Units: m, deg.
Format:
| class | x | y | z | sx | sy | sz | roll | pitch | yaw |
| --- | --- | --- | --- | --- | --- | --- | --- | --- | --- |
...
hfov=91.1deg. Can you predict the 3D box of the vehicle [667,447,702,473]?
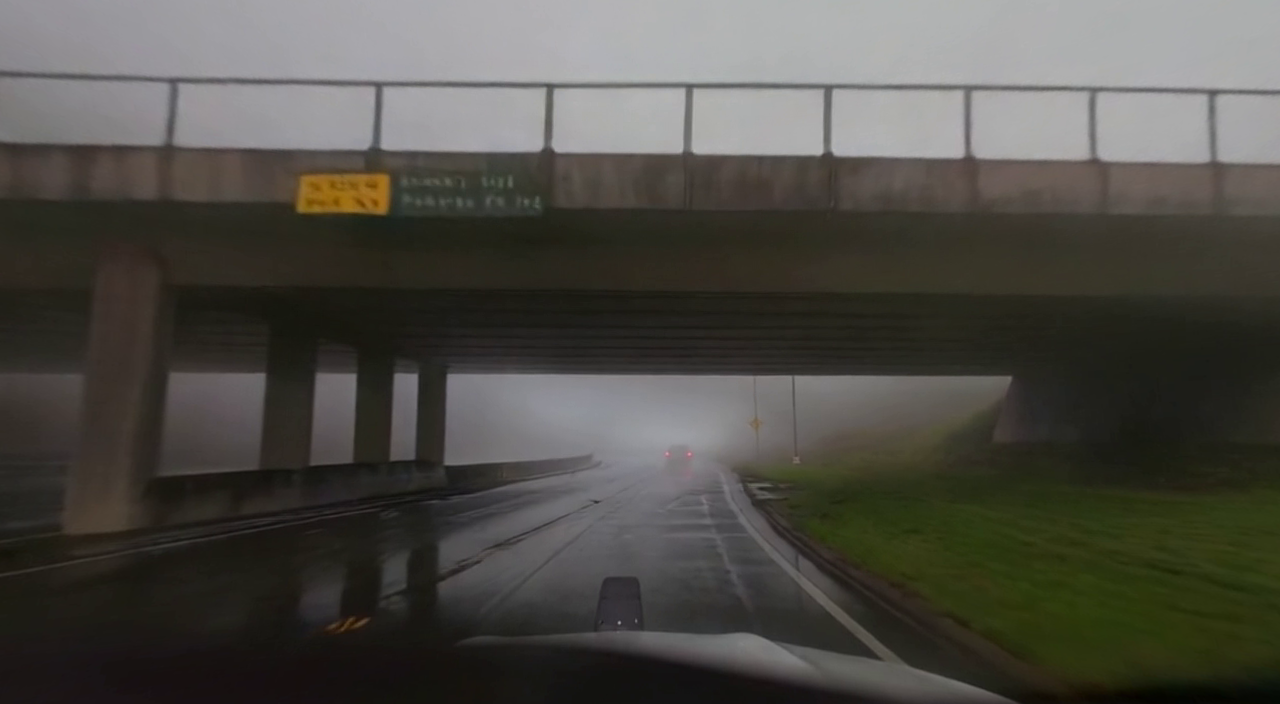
| class | x | y | z | sx | sy | sz | roll | pitch | yaw |
| --- | --- | --- | --- | --- | --- | --- | --- | --- | --- |
| vehicle | 2.676 | 6.444 | 37.685 | 1.980 | 1.449 | 3.650 | -1 | -9 | 4 |
